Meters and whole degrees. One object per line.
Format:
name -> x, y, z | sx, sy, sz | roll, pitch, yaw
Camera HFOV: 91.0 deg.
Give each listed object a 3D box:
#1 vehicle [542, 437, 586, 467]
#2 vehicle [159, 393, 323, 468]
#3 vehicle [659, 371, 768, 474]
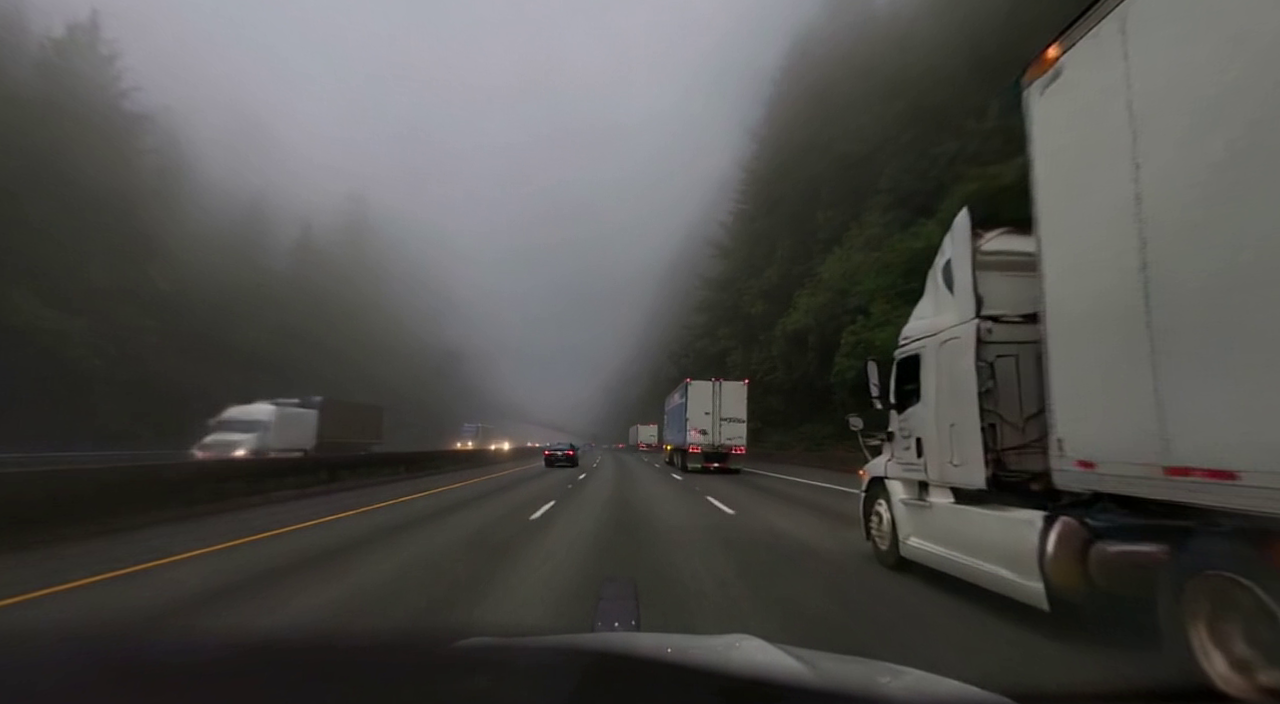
vehicle -> -4.451, 5.962, 37.662 | 2.206, 1.644, 4.027 | 0, -8, -1
vehicle -> -15.943, 3.270, 25.805 | 2.803, 2.673, 6.158 | 0, -8, -2
vehicle -> 3.062, 3.704, 31.478 | 3.116, 3.992, 13.748 | 0, -8, -3
